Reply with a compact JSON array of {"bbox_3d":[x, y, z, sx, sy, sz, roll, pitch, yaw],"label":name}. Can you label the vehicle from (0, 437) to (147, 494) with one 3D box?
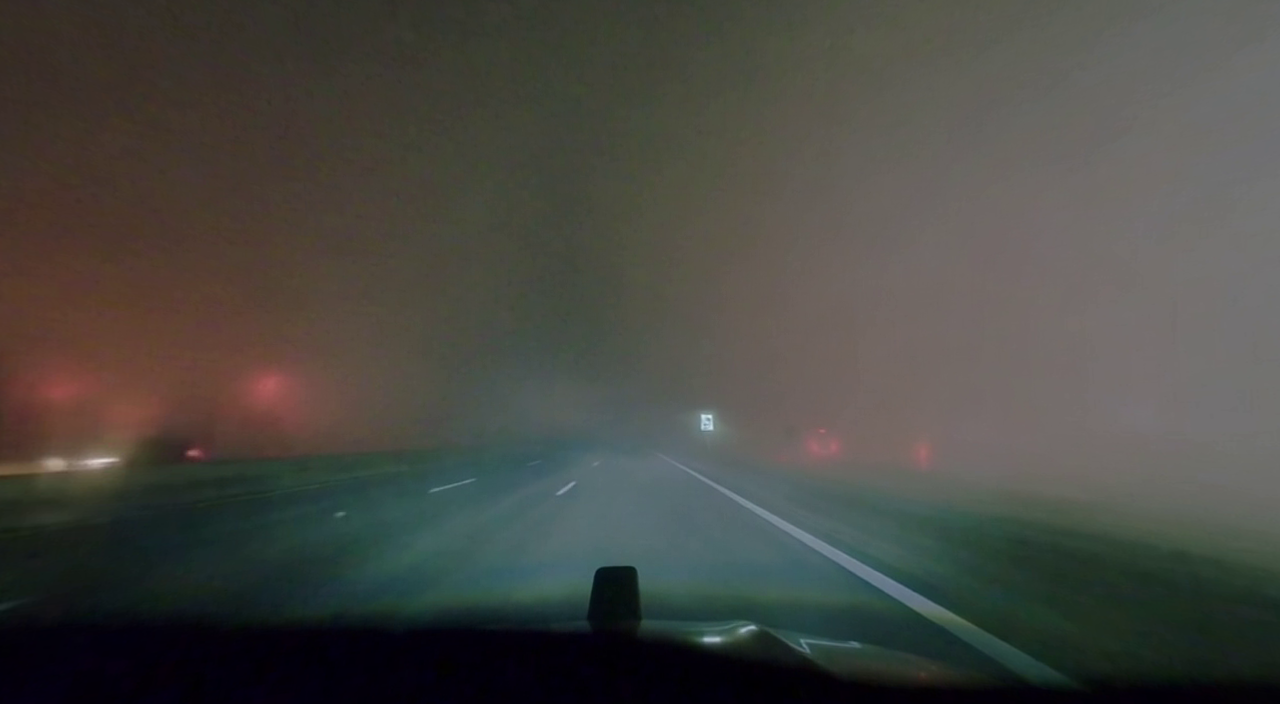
[{"bbox_3d":[-19.333,3.617,20.662,2.048,1.610,5.199,0,-8,0],"label":"vehicle"}]
